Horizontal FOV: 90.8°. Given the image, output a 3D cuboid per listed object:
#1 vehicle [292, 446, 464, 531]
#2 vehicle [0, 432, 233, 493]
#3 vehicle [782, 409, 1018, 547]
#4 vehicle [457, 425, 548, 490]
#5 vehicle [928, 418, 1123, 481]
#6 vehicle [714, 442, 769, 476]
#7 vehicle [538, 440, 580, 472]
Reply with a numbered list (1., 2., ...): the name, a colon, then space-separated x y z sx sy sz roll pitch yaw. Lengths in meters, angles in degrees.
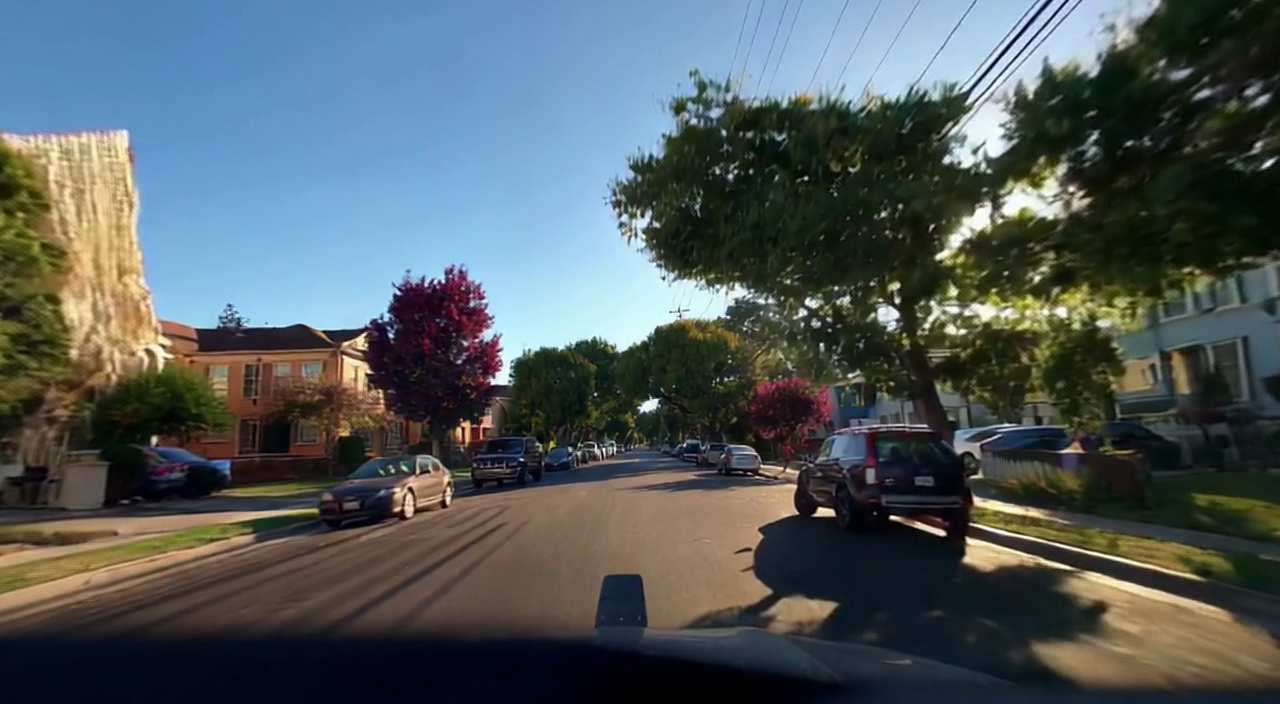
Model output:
1. vehicle: -5.328 2.784 13.590 1.824 1.417 4.395 -2 -8 1
2. vehicle: -16.312 3.380 19.561 5.908 1.762 2.107 0 -8 0
3. vehicle: 3.863 1.954 10.414 2.049 1.776 4.285 0 -8 0
4. vehicle: -5.104 4.001 24.357 2.242 2.135 5.566 -2 -8 0
5. vehicle: 11.714 2.984 19.465 4.659 1.819 2.001 0 -8 0
6. vehicle: 4.646 4.941 29.539 1.893 1.437 4.369 0 -8 0
7. vehicle: -4.886 6.346 38.761 1.873 1.709 4.206 -4 -8 1
